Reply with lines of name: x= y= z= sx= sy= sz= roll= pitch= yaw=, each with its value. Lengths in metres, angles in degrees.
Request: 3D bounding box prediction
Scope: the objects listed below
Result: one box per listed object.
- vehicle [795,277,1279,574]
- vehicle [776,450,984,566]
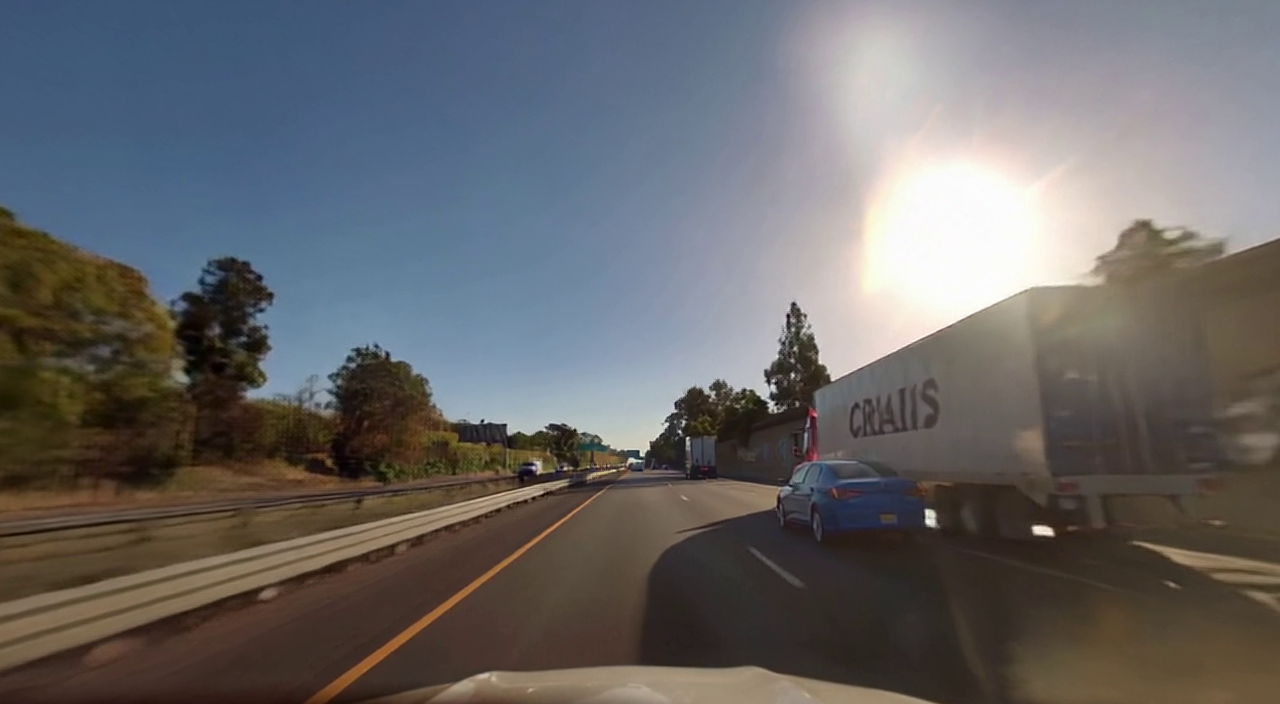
vehicle: x=7.912 y=2.449 z=16.897 sx=3.298 sy=4.017 sz=16.824 roll=1 pitch=-10 yaw=0
vehicle: x=3.747 y=2.534 z=10.636 sx=2.011 sy=1.574 sz=3.512 roll=-1 pitch=-11 yaw=-1
